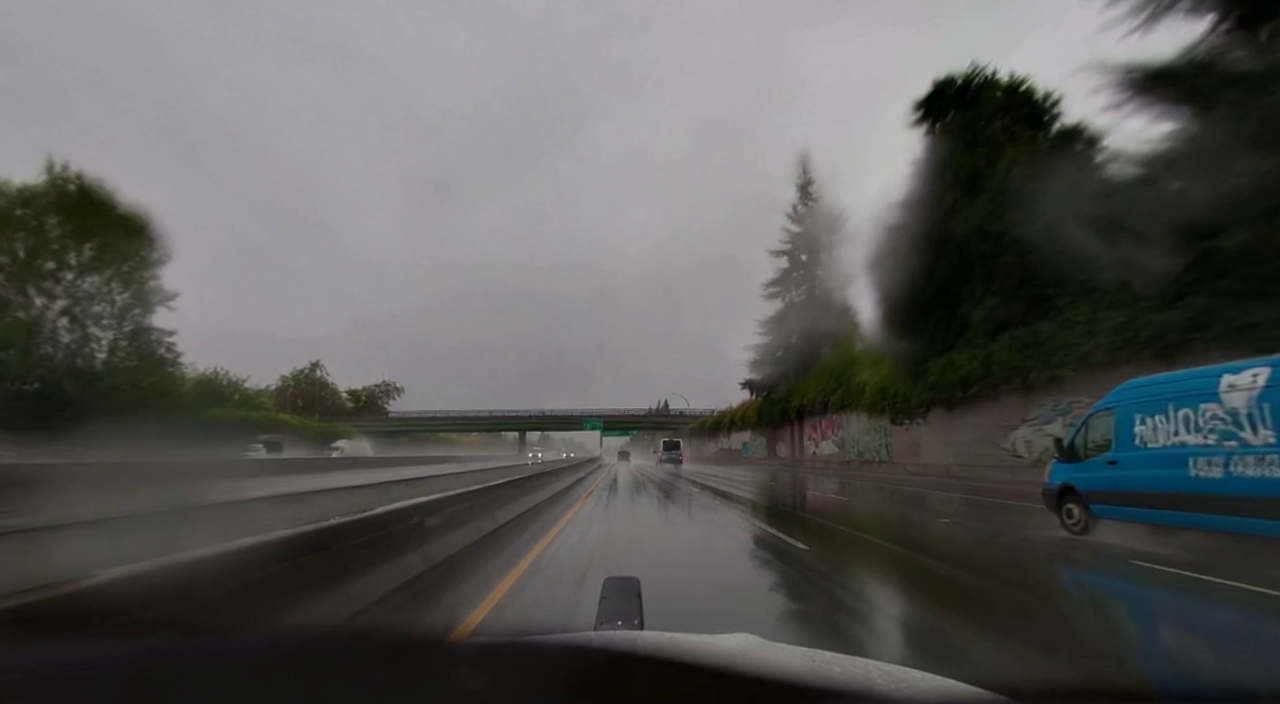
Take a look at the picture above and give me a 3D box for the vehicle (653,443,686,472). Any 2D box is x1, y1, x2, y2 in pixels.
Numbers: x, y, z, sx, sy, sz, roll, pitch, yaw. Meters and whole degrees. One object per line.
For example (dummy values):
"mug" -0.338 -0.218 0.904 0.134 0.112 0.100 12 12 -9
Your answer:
"vehicle" 2.072 7.647 45.589 2.007 1.943 5.010 0 -9 -2
